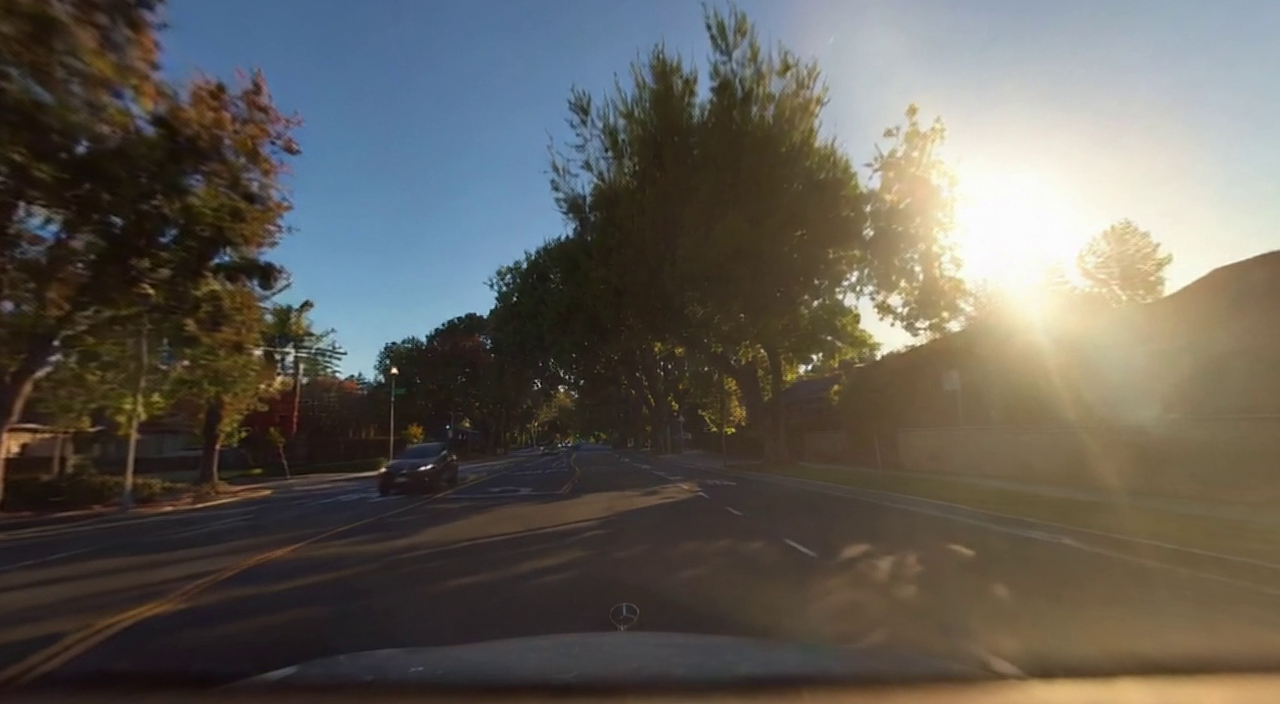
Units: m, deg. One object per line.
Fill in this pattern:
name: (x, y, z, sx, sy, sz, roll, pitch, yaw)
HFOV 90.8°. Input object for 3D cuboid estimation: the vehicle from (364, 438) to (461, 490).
vehicle: (-8.559, 4.231, 24.247, 2.175, 1.796, 4.605, 0, -9, -3)
